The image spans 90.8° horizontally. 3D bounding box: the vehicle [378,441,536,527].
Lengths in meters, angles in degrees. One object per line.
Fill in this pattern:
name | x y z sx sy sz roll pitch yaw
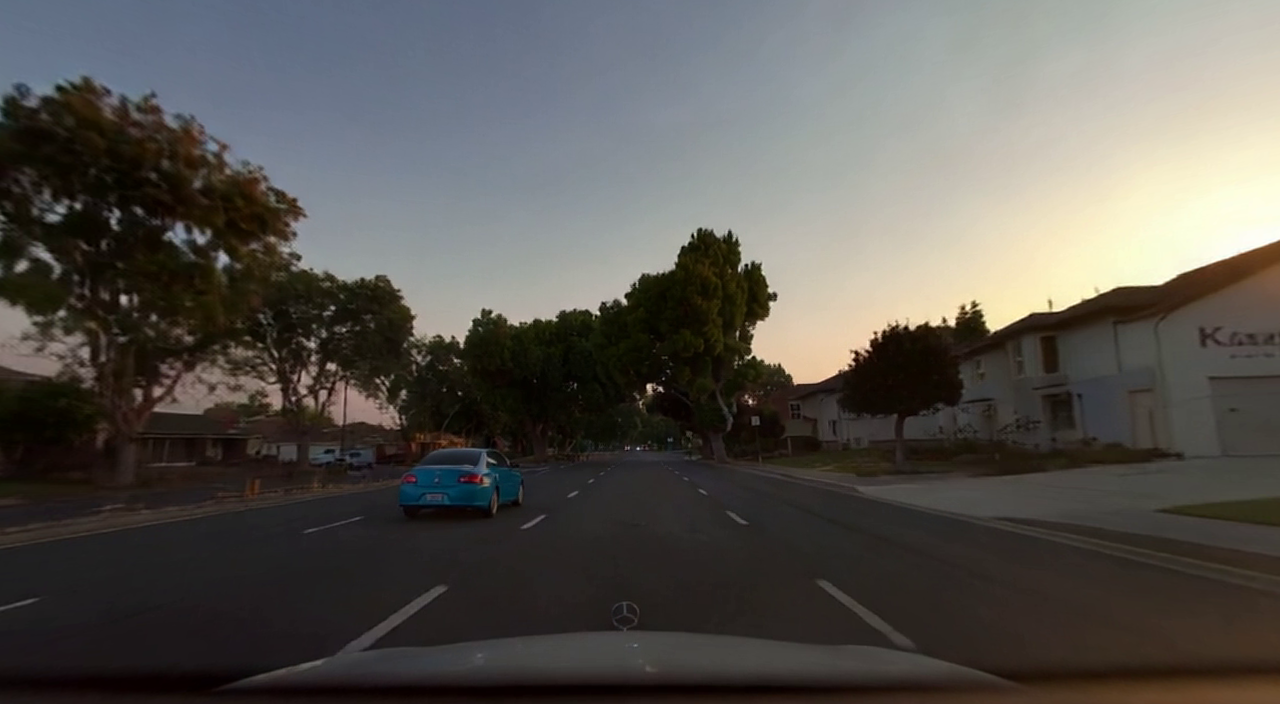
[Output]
vehicle | -3.501 2.592 13.038 2.005 1.477 4.169 0 -8 0
